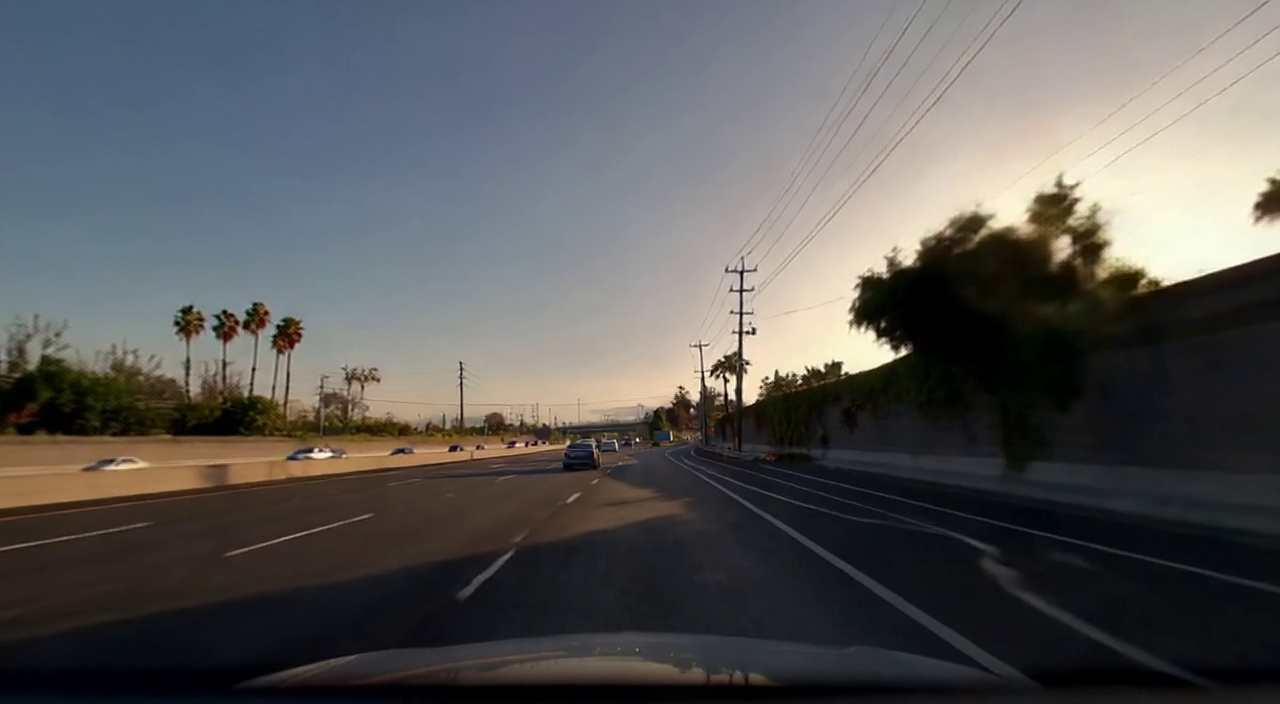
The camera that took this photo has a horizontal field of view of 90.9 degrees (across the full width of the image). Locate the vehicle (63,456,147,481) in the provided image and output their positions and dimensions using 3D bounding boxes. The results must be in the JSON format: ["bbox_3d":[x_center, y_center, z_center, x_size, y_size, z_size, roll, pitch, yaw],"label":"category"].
[{"bbox_3d":[-35.546,7.726,42.065,1.758,1.459,4.364,0,-8,0],"label":"vehicle"}]

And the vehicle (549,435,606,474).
[{"bbox_3d":[-2.697,4.555,28.157,2.029,1.609,3.935,0,-8,2],"label":"vehicle"}]
